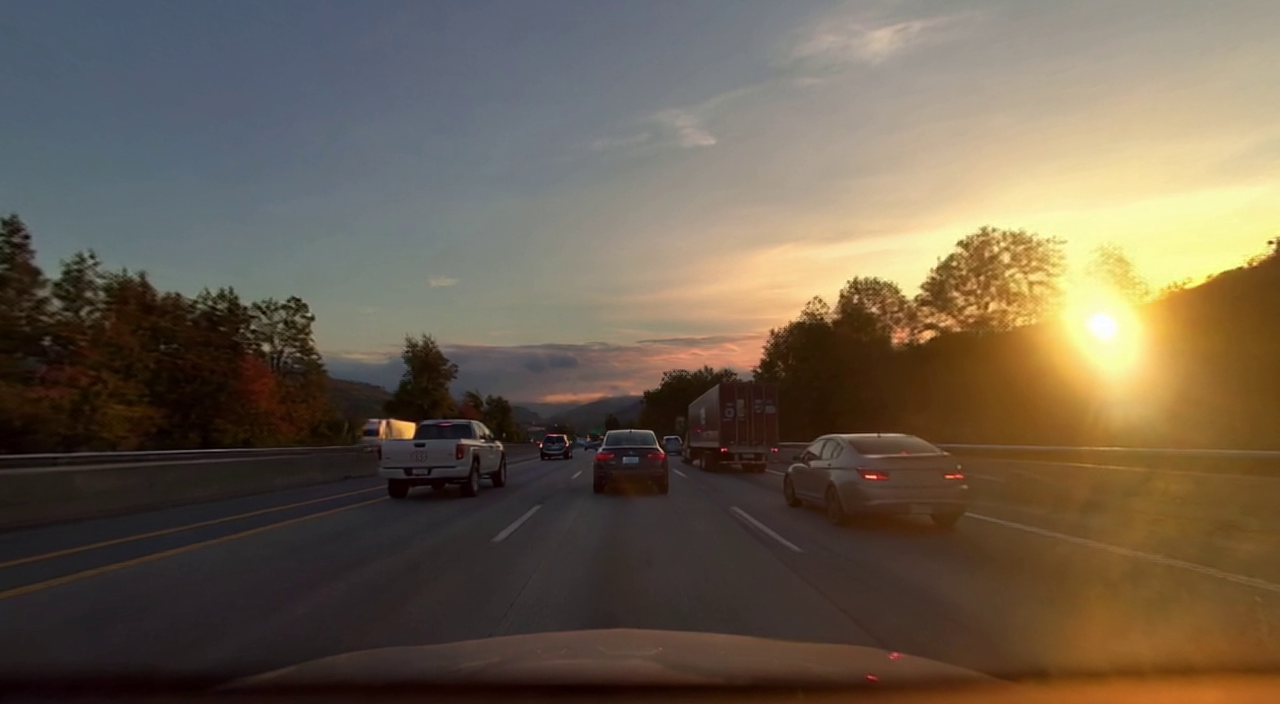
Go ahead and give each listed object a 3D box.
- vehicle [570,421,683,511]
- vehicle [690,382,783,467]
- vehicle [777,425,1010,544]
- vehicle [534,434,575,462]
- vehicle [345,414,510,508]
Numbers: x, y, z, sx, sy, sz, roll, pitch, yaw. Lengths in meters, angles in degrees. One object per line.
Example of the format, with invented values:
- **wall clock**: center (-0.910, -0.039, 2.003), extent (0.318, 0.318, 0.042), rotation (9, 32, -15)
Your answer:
- **vehicle**: center (-0.281, 2.375, 13.607), extent (2.083, 1.647, 3.799), rotation (0, -8, -1)
- **vehicle**: center (5.248, 4.462, 37.656), extent (2.888, 4.135, 14.071), rotation (0, -8, -2)
- **vehicle**: center (3.642, 1.947, 9.975), extent (1.951, 1.477, 3.963), rotation (0, -8, -1)
- **vehicle**: center (-5.239, 5.914, 39.086), extent (1.971, 1.648, 3.983), rotation (0, -8, -1)
- **vehicle**: center (-4.533, 2.396, 14.388), extent (2.101, 1.767, 4.702), rotation (0, -8, 0)
